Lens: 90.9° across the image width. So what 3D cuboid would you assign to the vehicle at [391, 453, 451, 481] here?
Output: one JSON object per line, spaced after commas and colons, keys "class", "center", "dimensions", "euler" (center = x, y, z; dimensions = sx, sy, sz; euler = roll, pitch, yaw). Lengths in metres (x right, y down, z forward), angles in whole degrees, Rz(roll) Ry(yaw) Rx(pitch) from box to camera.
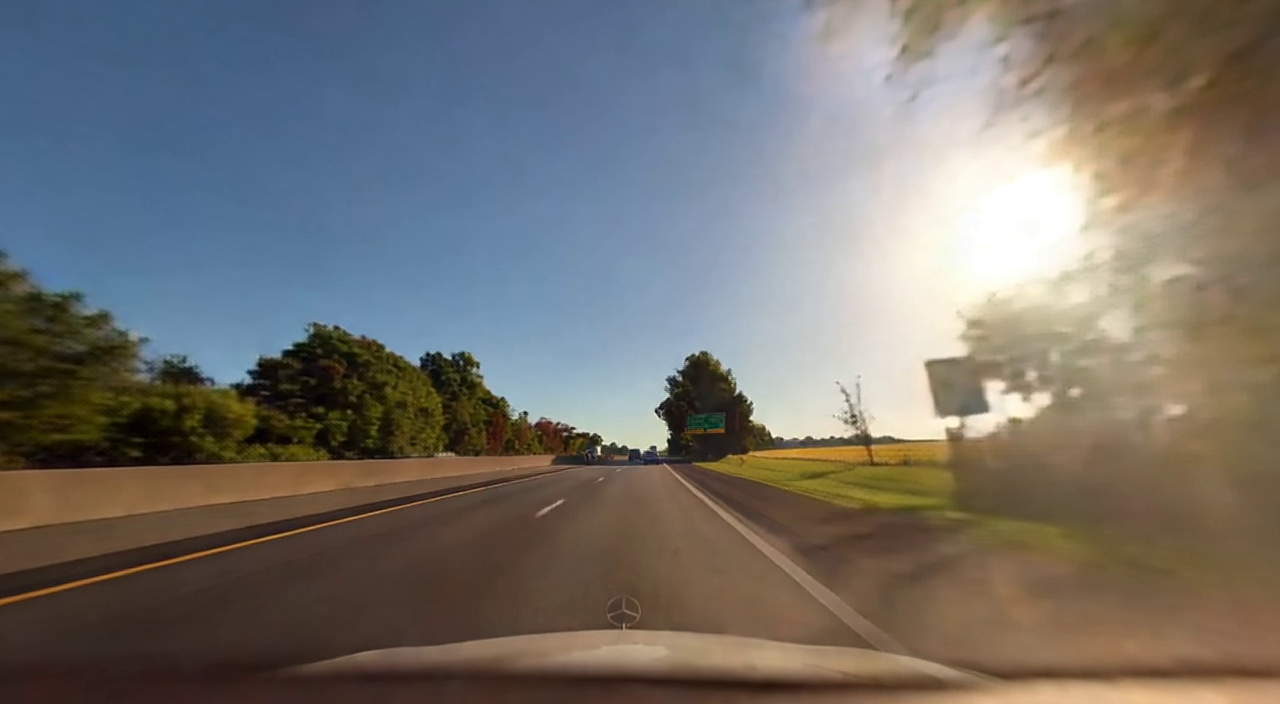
{"class": "vehicle", "center": [-12.183, 6.400, 35.301], "dimensions": [1.858, 1.458, 4.029], "euler": [0, -9, 1]}
